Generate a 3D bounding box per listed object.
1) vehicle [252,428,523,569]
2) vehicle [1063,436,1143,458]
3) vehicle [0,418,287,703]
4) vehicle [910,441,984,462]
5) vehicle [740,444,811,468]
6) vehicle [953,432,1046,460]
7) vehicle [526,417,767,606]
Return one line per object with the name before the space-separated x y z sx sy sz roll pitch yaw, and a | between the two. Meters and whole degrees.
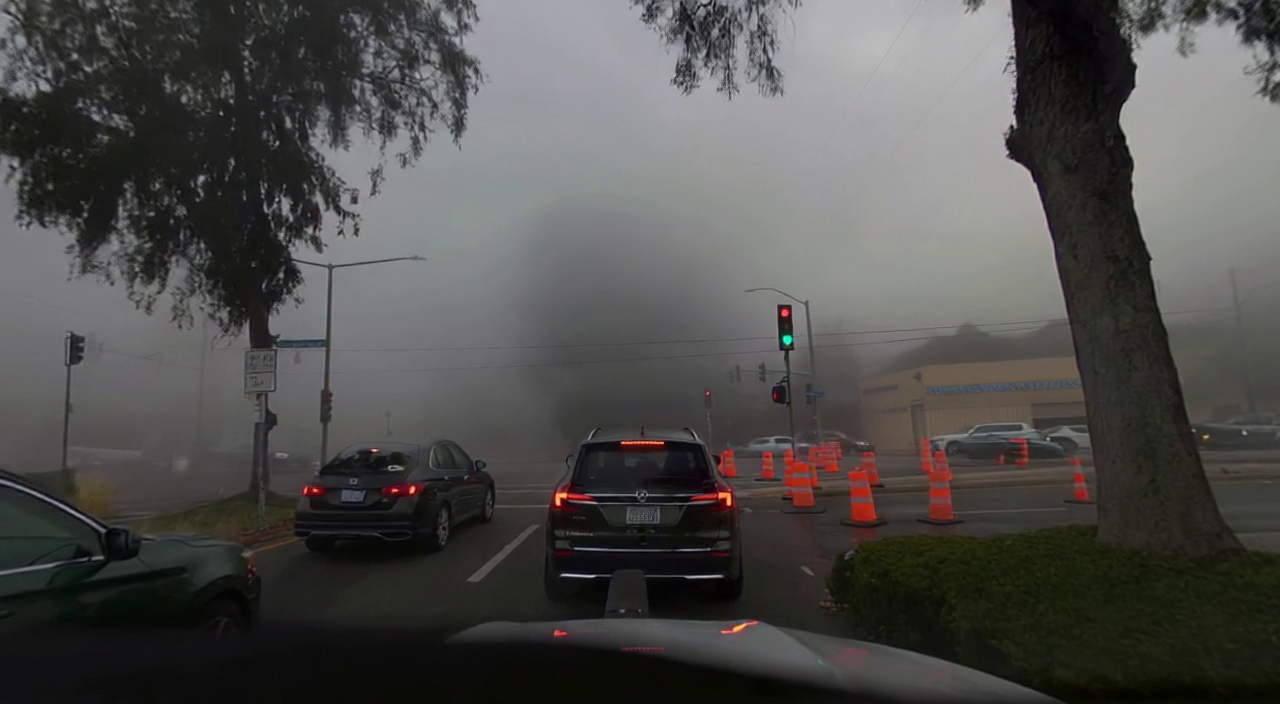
vehicle | -3.284 2.003 9.460 1.989 1.541 4.626 0 -9 2
vehicle | 36.696 7.547 49.946 4.791 1.635 1.857 0 -9 1
vehicle | -3.605 0.954 2.154 1.964 1.497 4.722 0 -9 1
vehicle | 23.014 7.456 47.263 4.581 1.480 1.752 0 -9 0
vehicle | 9.004 6.856 41.756 4.463 1.482 1.808 -2 -9 15
vehicle | 23.122 6.076 40.638 4.805 1.688 1.923 0 -9 2
vehicle | 0.101 1.624 7.210 2.021 1.560 3.676 0 -9 1
